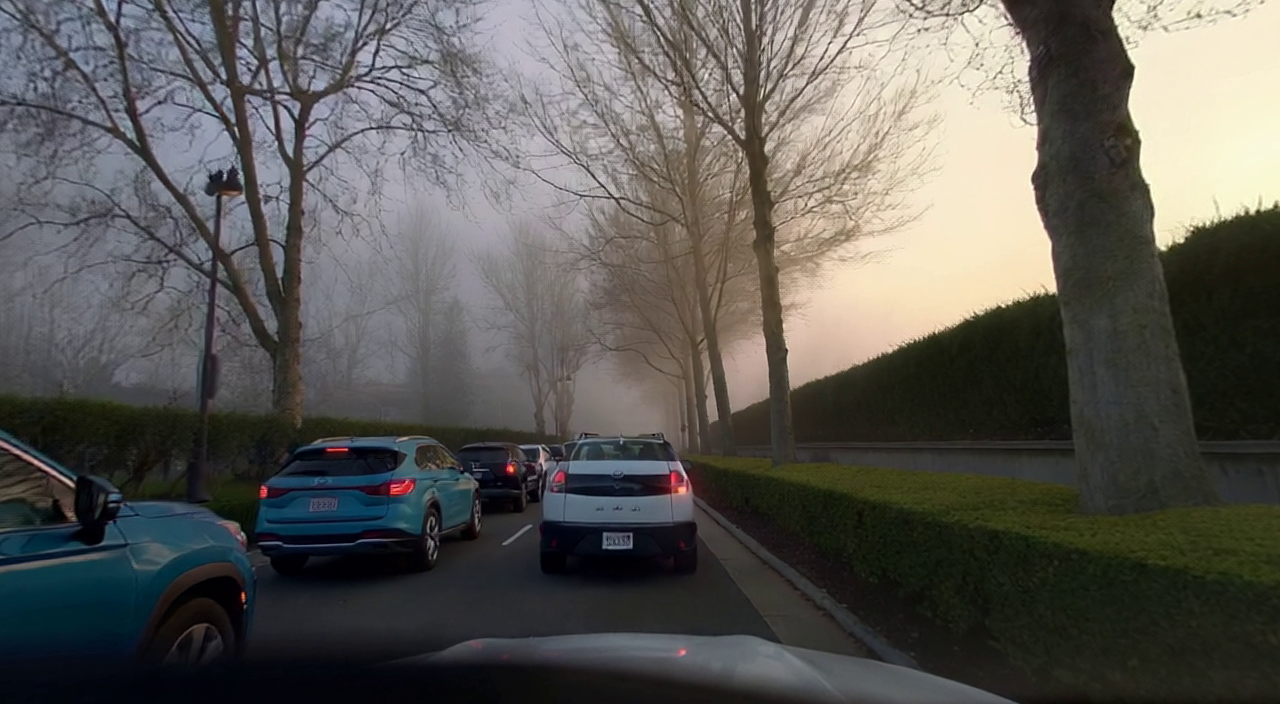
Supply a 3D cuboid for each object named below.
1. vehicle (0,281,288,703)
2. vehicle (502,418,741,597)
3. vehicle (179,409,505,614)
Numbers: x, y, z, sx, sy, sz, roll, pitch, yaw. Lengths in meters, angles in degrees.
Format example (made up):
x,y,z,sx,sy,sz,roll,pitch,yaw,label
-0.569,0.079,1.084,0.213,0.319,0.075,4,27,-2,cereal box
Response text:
x,y,z,sx,sy,sz,roll,pitch,yaw,label
-3.282,0.676,1.267,2.205,1.913,5.327,-6,-8,-2,vehicle
-0.201,1.721,7.728,2.154,1.581,4.007,0,-9,-1,vehicle
-3.407,1.861,8.321,2.256,1.728,4.421,-6,-8,-2,vehicle
